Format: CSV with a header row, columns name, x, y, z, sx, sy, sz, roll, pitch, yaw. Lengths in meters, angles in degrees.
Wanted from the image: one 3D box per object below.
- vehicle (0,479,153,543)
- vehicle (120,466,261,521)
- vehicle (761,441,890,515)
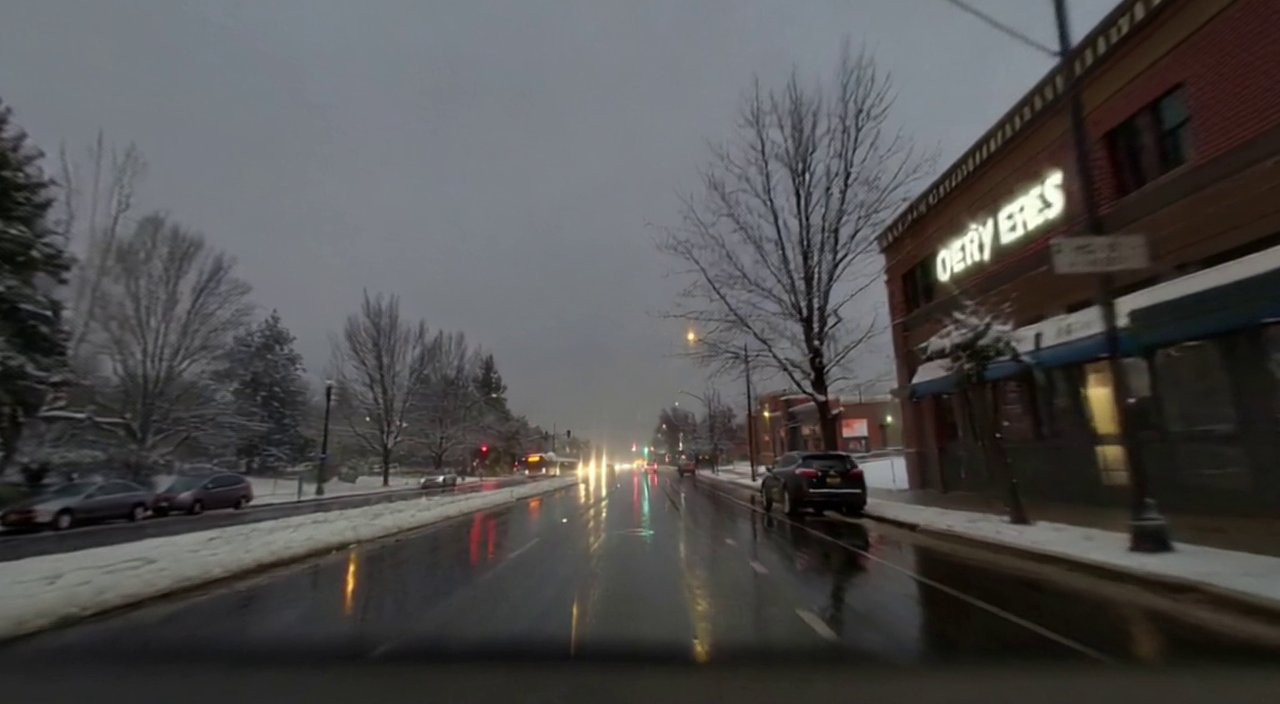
name,x,y,z,sx,sy,sz,roll,pitch,yaw
vehicle,-17.331,4.672,18.965,1.767,1.487,4.265,0,-9,3
vehicle,-17.478,5.473,24.852,1.920,1.796,4.710,0,-9,2
vehicle,5.158,3.590,18.471,2.241,1.832,5.234,0,-9,1
